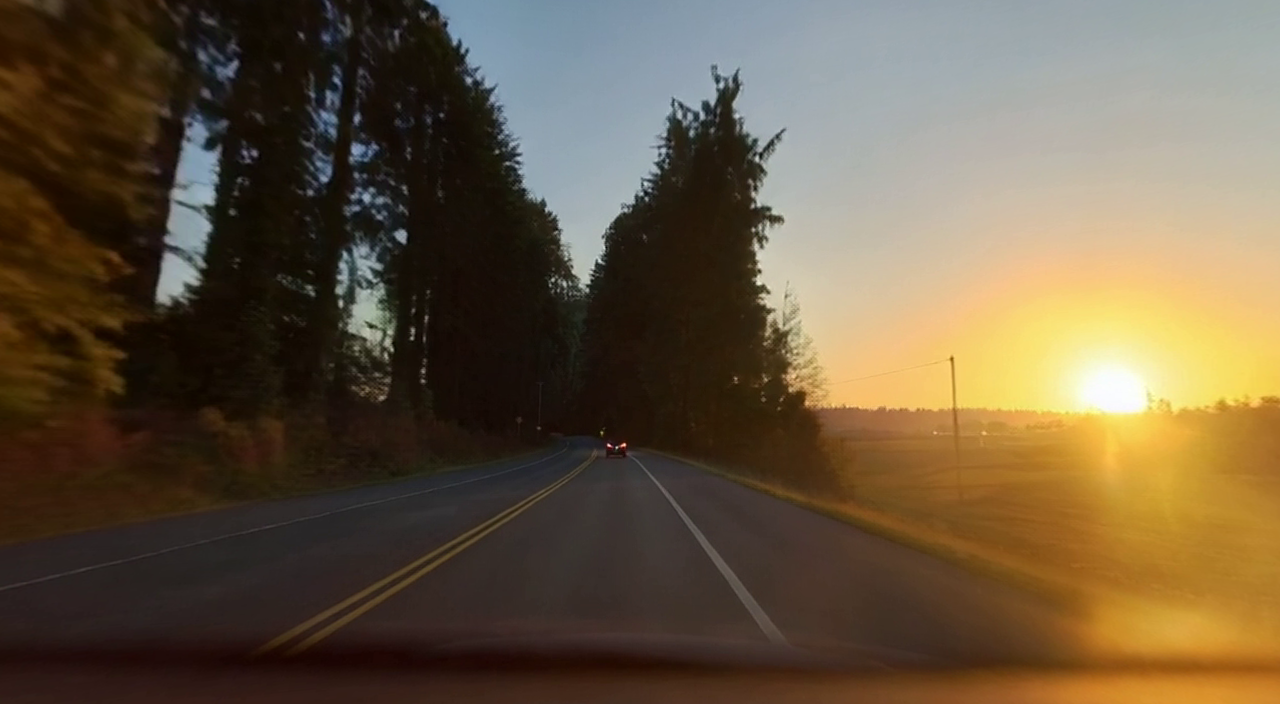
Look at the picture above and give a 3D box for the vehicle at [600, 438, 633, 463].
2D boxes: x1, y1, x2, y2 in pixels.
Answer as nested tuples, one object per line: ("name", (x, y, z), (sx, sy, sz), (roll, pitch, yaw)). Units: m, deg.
("vehicle", (-1.498, 6.340, 40.785), (2.042, 1.489, 3.963), (0, -8, -1))
